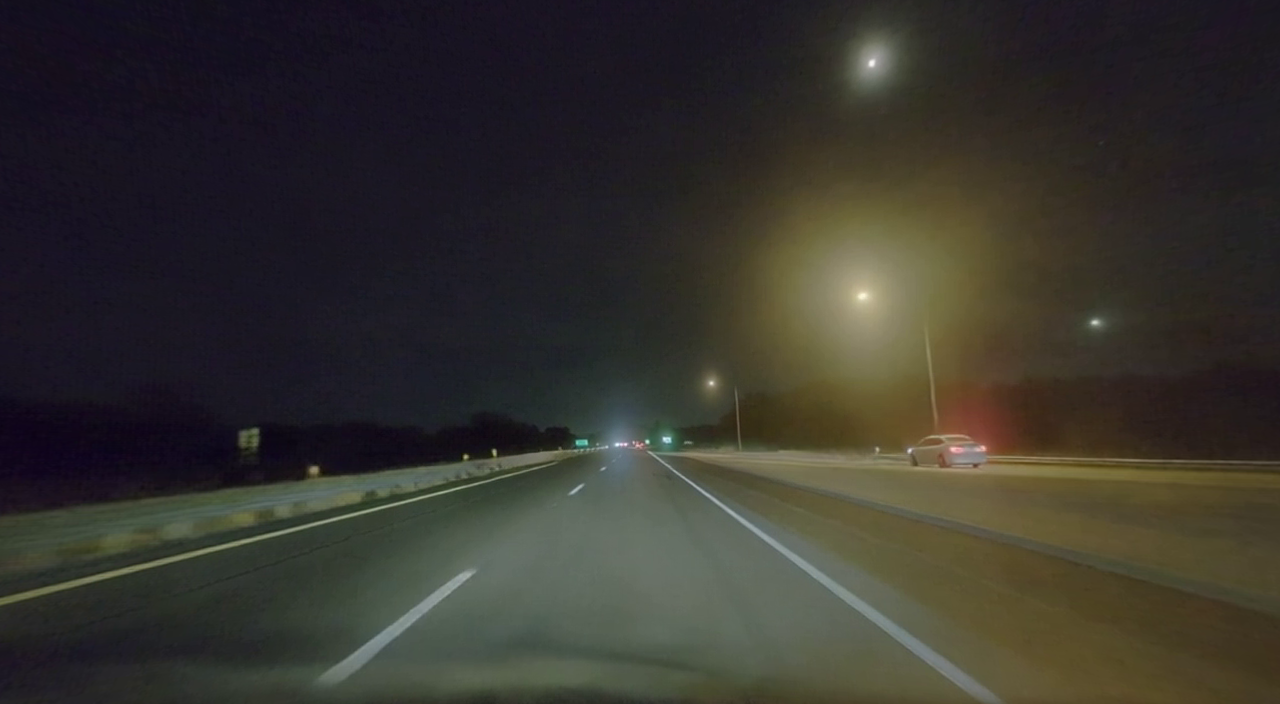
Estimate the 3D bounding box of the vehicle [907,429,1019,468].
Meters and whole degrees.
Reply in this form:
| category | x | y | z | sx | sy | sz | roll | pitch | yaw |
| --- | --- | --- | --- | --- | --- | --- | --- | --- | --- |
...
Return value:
| category | x | y | z | sx | sy | sz | roll | pitch | yaw |
| --- | --- | --- | --- | --- | --- | --- | --- | --- | --- |
| vehicle | 17.734 | 5.324 | 34.917 | 2.328 | 1.916 | 5.227 | 2 | -9 | -20 |
